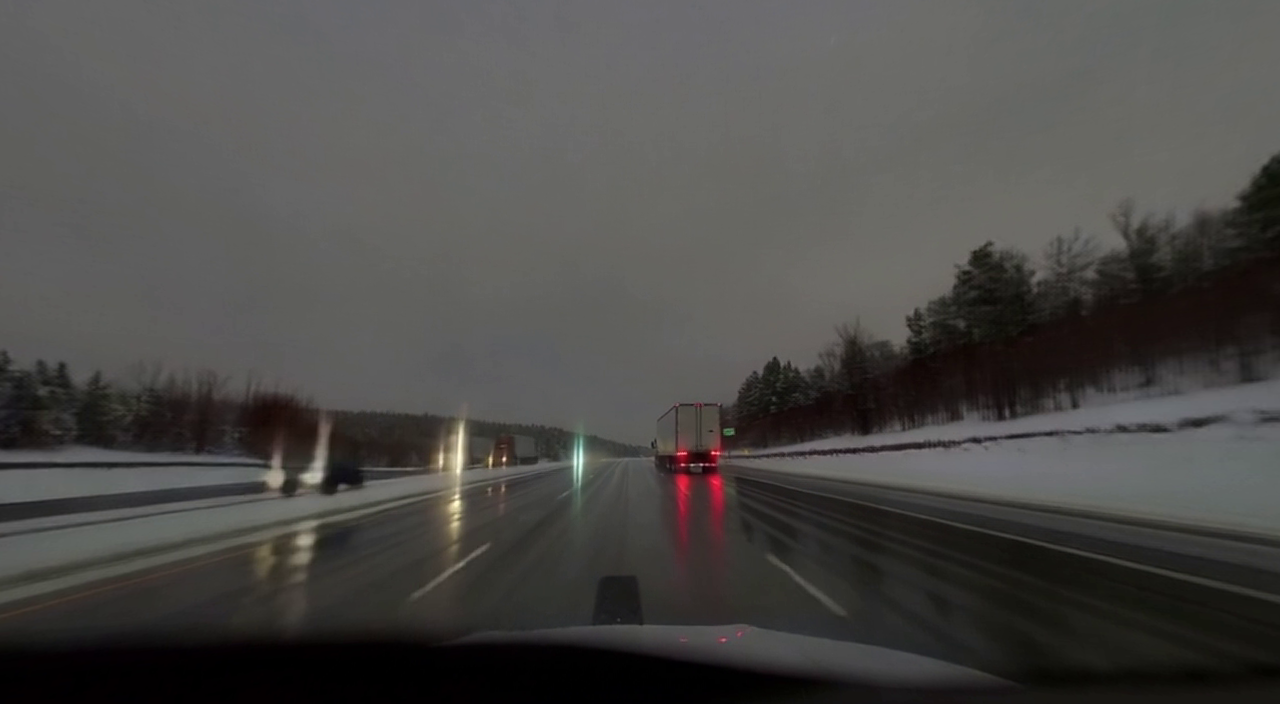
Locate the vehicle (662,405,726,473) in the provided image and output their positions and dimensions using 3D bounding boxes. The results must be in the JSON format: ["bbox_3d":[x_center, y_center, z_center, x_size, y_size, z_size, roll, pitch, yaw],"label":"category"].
[{"bbox_3d":[3.429,6.219,44.060,3.037,3.999,13.133,0,-9,-1],"label":"vehicle"}]

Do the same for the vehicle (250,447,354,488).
[{"bbox_3d":[-14.310,4.883,26.952,2.002,1.594,4.402,0,-9,-1],"label":"vehicle"}]
